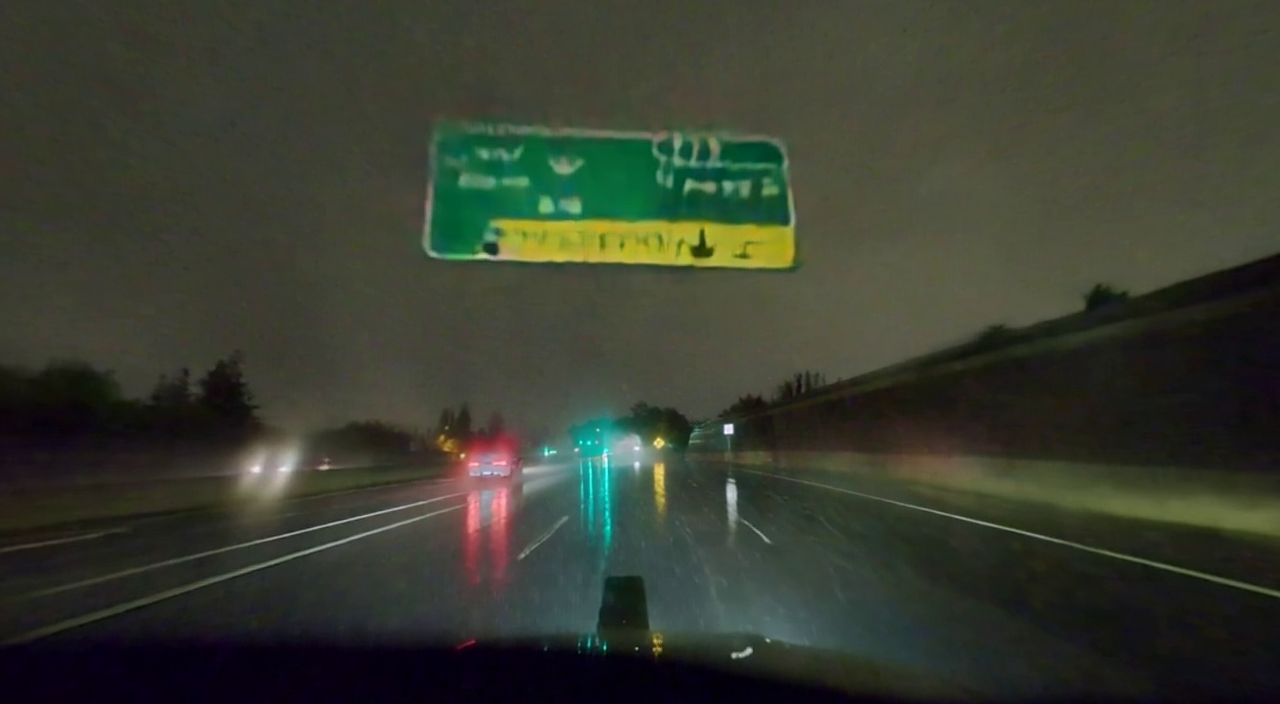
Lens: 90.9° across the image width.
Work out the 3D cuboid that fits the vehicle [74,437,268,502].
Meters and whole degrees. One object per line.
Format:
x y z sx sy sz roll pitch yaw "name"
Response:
-13.847 3.470 19.126 2.118 1.707 4.846 0 -8 0 "vehicle"
